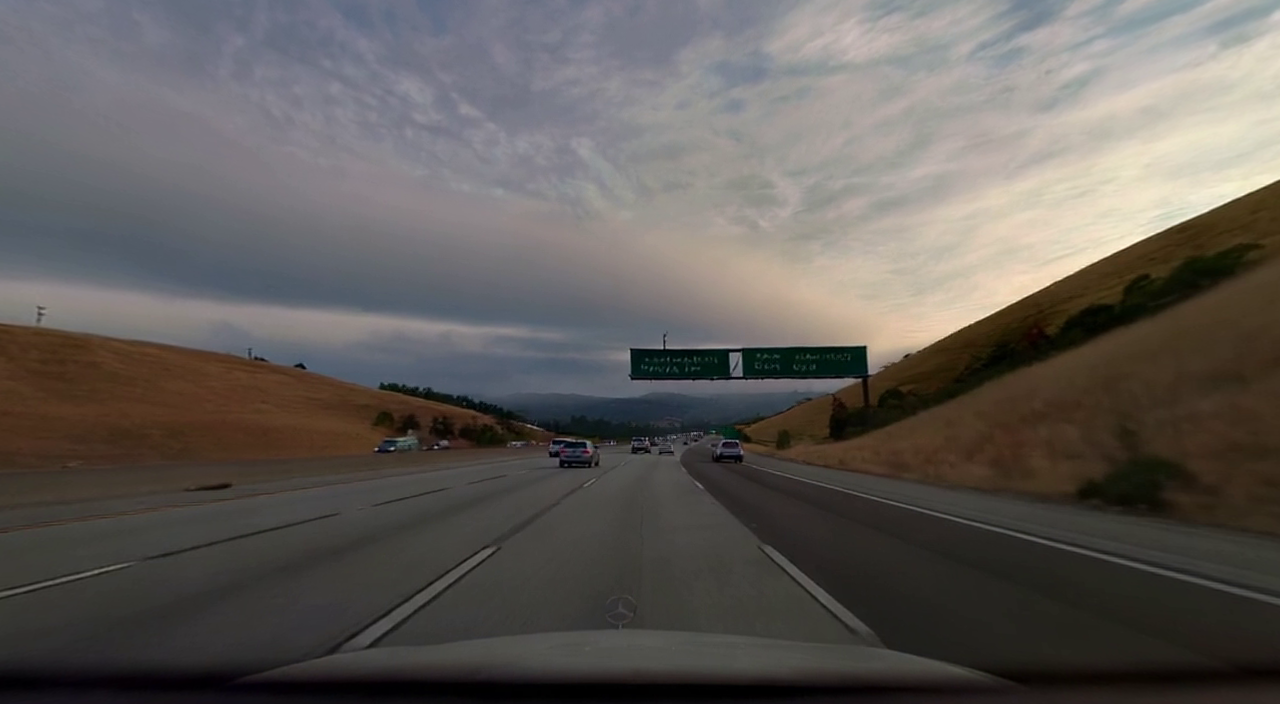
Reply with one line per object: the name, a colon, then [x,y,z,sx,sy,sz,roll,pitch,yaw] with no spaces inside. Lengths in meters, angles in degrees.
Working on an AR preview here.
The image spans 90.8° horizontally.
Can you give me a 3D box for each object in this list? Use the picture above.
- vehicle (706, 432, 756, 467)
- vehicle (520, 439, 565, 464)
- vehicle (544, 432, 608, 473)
vehicle: [4.980,5.416,35.237,2.164,1.788,4.500,0,-8,1]
vehicle: [-6.254,6.398,40.922,1.975,1.520,4.390,-1,-8,3]
vehicle: [-2.798,4.550,28.865,2.166,1.700,4.661,-1,-8,4]
